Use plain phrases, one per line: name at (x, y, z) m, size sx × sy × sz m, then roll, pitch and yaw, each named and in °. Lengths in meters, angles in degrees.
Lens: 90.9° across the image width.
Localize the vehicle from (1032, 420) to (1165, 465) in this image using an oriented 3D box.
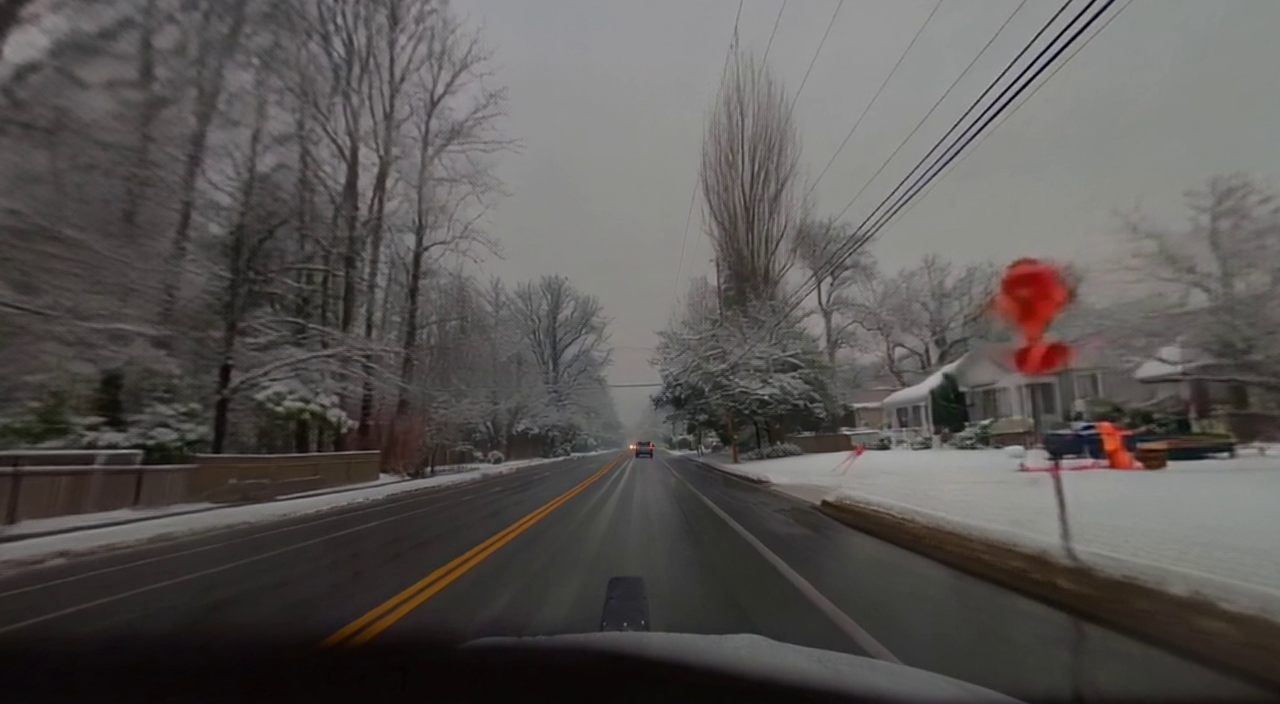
vehicle at (16.812, 3.347, 23.206) m, size 3.462 × 1.576 × 1.863 m, roll 1°, pitch -8°, yaw -5°
